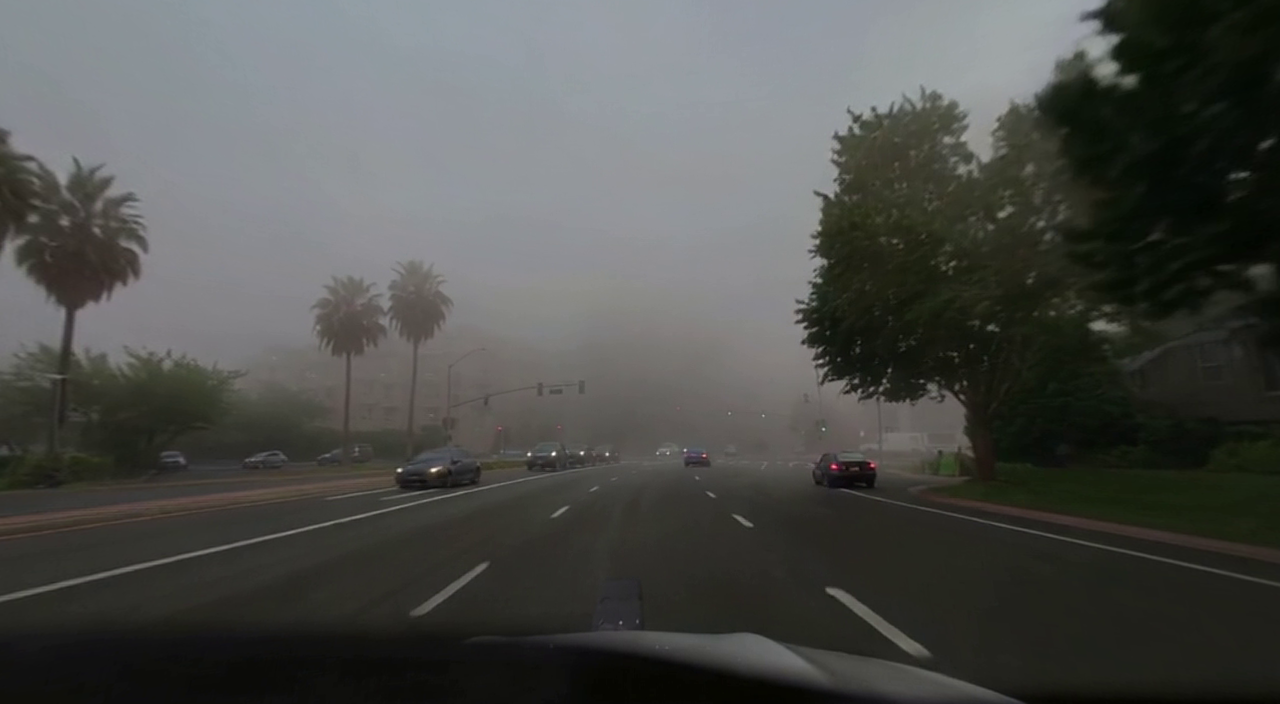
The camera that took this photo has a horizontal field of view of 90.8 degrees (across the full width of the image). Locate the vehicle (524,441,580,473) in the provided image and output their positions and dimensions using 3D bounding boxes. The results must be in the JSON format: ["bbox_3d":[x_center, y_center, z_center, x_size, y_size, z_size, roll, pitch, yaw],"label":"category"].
[{"bbox_3d":[-5.108,6.182,37.445,2.072,1.738,4.757,-1,-9,8],"label":"vehicle"}]

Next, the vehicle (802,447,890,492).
[{"bbox_3d":[7.455,4.284,23.372,2.144,1.473,4.638,-1,-9,6],"label":"vehicle"}]
